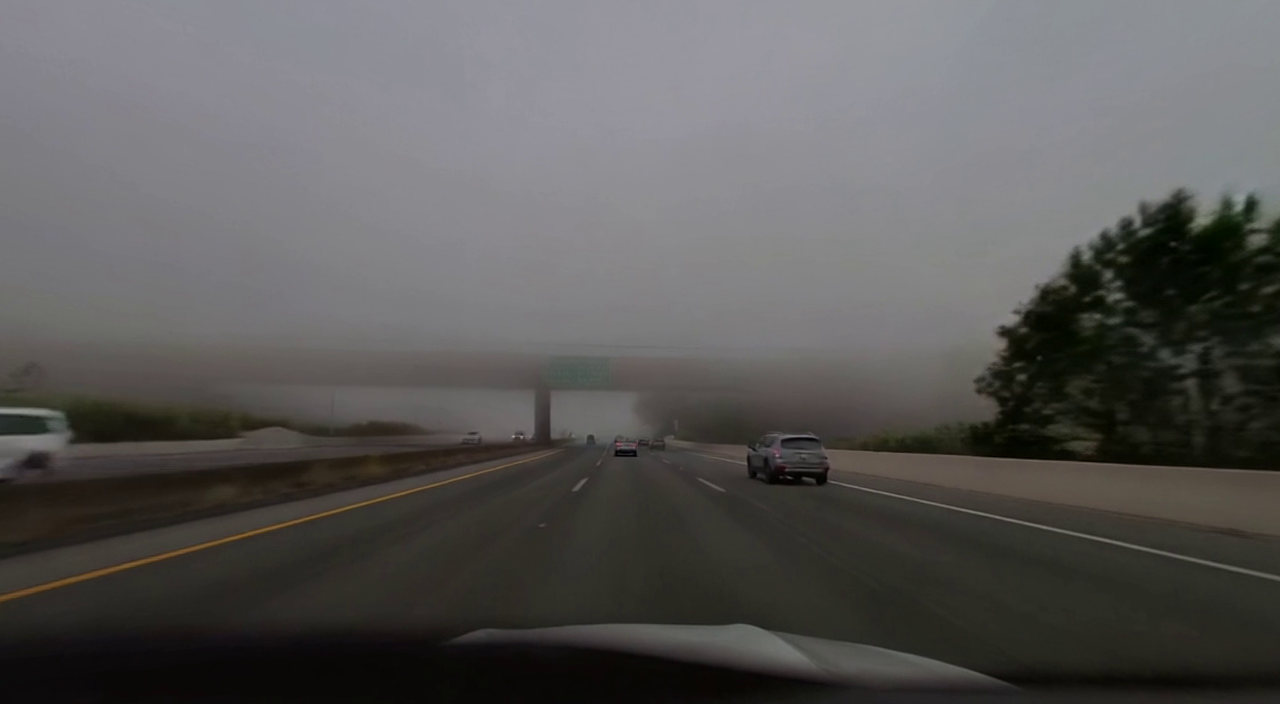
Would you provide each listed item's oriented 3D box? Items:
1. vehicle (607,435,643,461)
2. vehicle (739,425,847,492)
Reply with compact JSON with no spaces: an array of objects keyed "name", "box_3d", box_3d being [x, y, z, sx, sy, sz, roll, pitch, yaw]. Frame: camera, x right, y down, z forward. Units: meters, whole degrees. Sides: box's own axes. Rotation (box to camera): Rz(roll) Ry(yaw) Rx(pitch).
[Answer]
[{"name":"vehicle","box_3d":[-0.894,5.599,37.056,1.987,1.440,3.565,1,-8,-2]},{"name":"vehicle","box_3d":[4.009,2.846,17.188,1.892,1.600,3.782,1,-8,-2]}]
